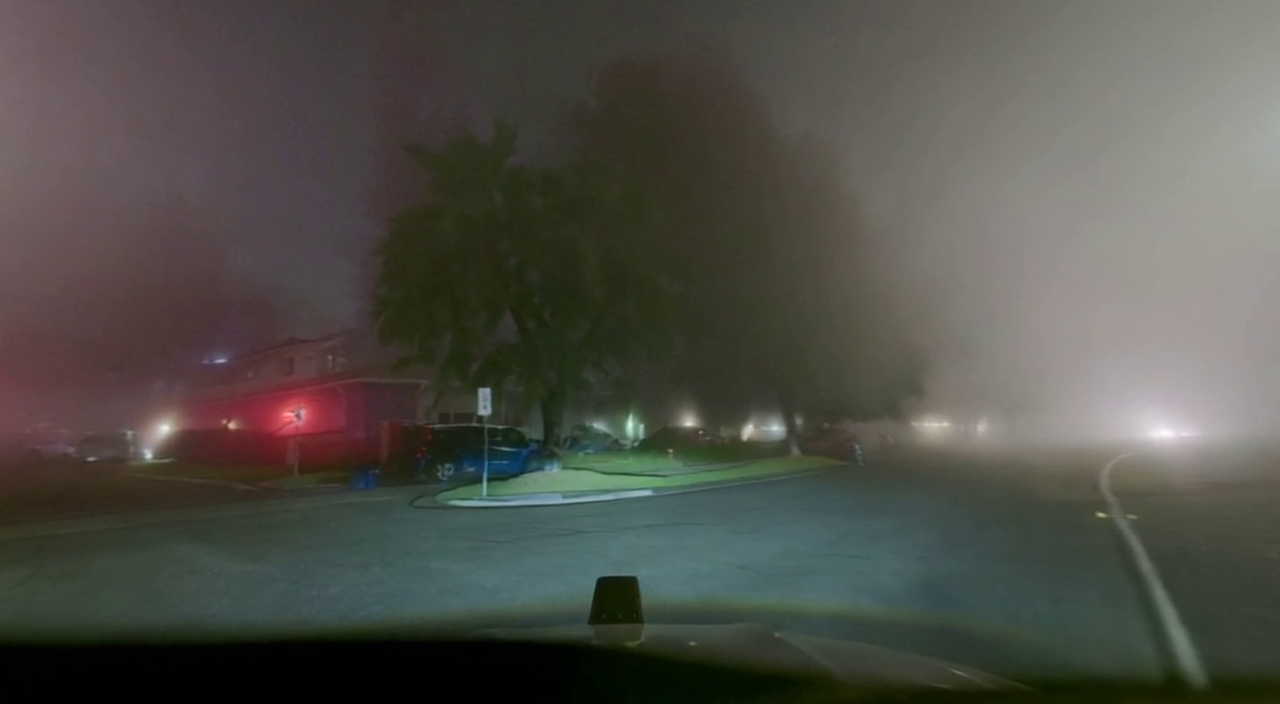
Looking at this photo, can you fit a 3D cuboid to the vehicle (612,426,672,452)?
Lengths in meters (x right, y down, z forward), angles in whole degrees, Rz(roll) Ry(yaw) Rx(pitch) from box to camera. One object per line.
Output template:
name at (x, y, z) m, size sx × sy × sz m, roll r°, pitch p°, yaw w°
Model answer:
vehicle at (0.116, 6.237, 45.558) m, size 3.928 × 1.784 × 1.895 m, roll -4°, pitch -9°, yaw 31°

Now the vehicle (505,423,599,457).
vehicle at (-5.090, 5.039, 36.336) m, size 5.193 × 1.830 × 2.049 m, roll -4°, pitch -9°, yaw 30°

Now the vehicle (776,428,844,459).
vehicle at (10.387, 5.534, 38.575) m, size 3.635 × 1.521 × 1.726 m, roll 0°, pitch -4°, yaw 29°

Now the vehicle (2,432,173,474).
vehicle at (-22.099, 4.029, 25.514) m, size 1.919 × 1.502 × 4.695 m, roll -4°, pitch -9°, yaw 28°

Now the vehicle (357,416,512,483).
vehicle at (-6.446, 3.097, 20.501) m, size 2.174 × 1.863 × 4.651 m, roll -3°, pitch -8°, yaw 23°
